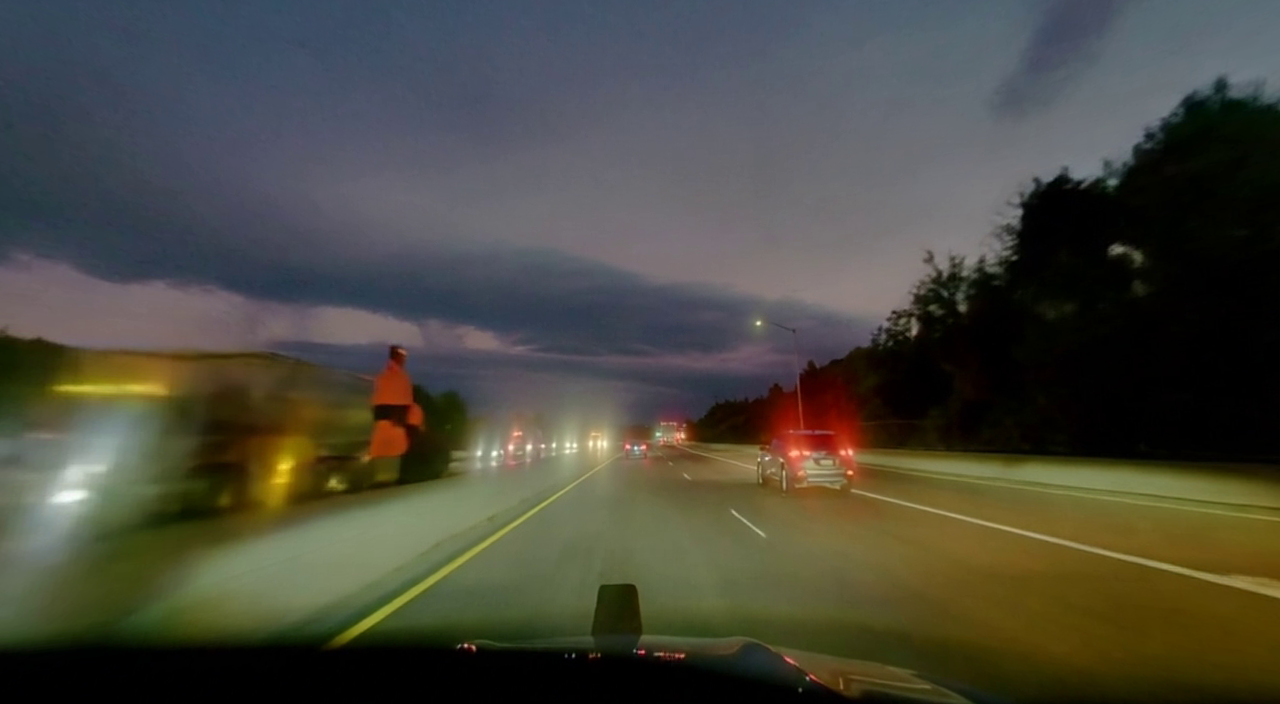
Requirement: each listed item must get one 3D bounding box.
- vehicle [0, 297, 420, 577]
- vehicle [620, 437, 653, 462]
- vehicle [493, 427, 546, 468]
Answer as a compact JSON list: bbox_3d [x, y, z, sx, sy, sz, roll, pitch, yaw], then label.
[{"bbox_3d":[-8.066,1.768,13.063,3.088,3.551,10.063,-1,-8,2],"label":"vehicle"},{"bbox_3d":[-0.269,6.289,40.582,2.004,1.472,4.075,0,-8,-1],"label":"vehicle"},{"bbox_3d":[-8.155,6.490,43.061,2.453,2.460,6.190,-3,-8,-1],"label":"vehicle"}]
